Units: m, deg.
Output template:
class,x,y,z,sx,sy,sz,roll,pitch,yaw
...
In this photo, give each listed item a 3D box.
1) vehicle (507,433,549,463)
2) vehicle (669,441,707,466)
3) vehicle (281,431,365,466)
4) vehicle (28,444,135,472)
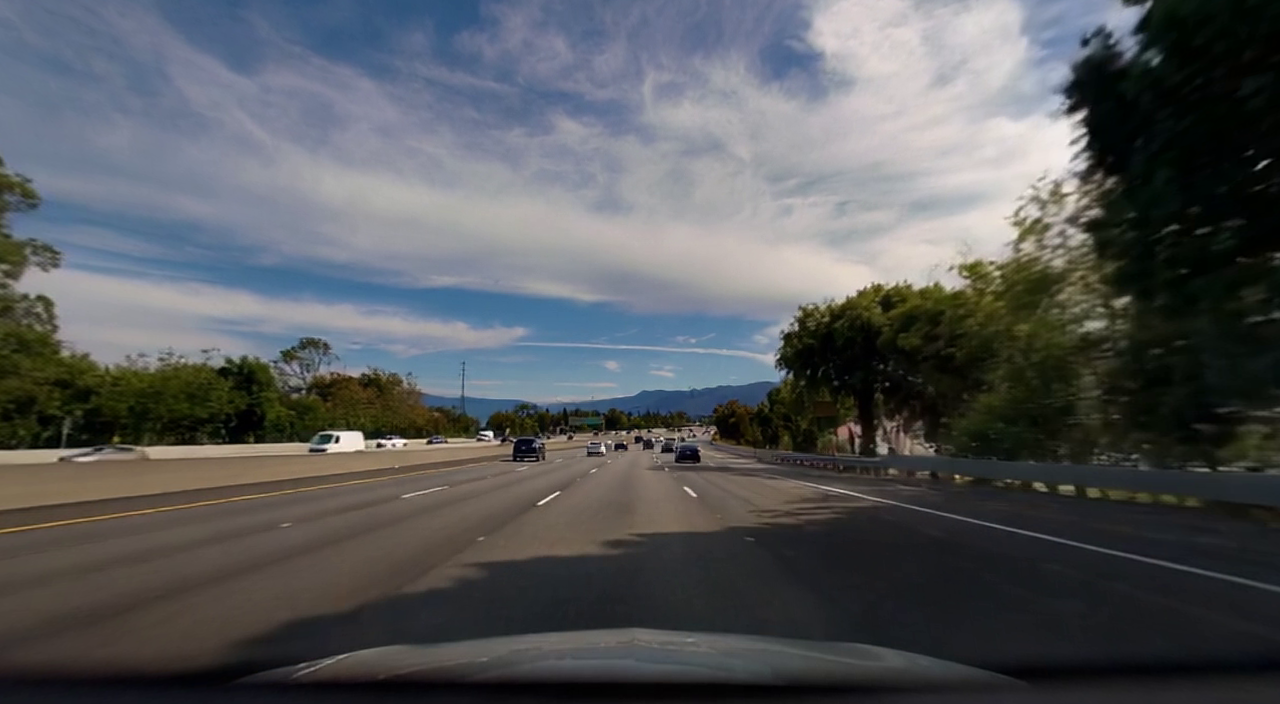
class,x,y,z,sx,sy,sz,roll,pitch,yaw
vehicle,-7.396,6.396,42.026,2.009,1.850,4.338,0,-8,0
vehicle,2.930,6.290,39.367,1.967,1.475,4.080,0,-8,-1
vehicle,-20.256,6.209,40.731,2.320,2.019,5.892,0,-8,1
vehicle,-31.056,5.900,35.325,1.826,1.441,4.521,0,-8,0
